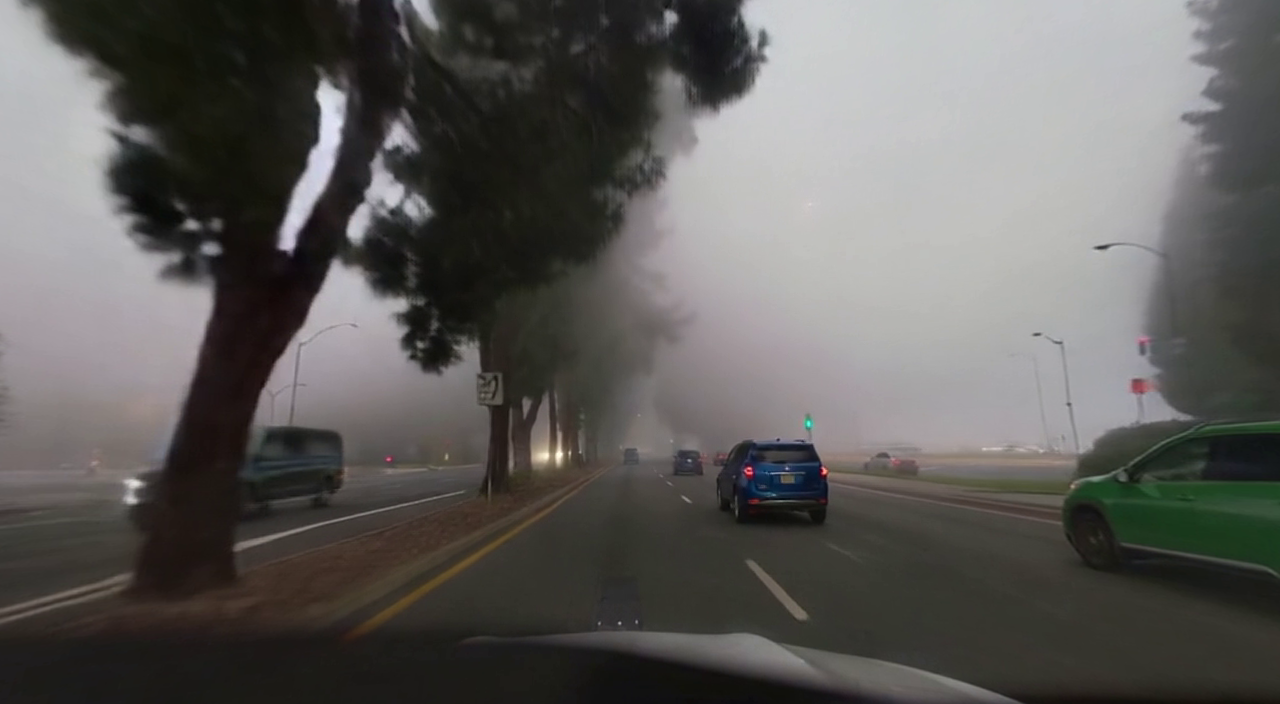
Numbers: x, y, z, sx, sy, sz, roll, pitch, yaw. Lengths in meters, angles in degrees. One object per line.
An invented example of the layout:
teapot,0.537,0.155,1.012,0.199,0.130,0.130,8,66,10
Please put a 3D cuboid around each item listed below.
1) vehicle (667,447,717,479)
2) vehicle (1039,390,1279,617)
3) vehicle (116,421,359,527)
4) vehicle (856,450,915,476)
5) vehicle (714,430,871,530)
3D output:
vehicle,2.513,5.475,31.325,1.980,1.484,4.093,0,-9,-2
vehicle,6.226,1.306,5.647,2.153,1.811,4.595,0,-9,-1
vehicle,-9.194,2.819,15.201,2.215,2.062,5.360,0,-9,1
vehicle,14.850,6.711,38.313,1.815,1.493,4.135,0,-9,-1
vehicle,2.878,2.517,12.967,2.075,1.698,4.142,0,-9,-2
